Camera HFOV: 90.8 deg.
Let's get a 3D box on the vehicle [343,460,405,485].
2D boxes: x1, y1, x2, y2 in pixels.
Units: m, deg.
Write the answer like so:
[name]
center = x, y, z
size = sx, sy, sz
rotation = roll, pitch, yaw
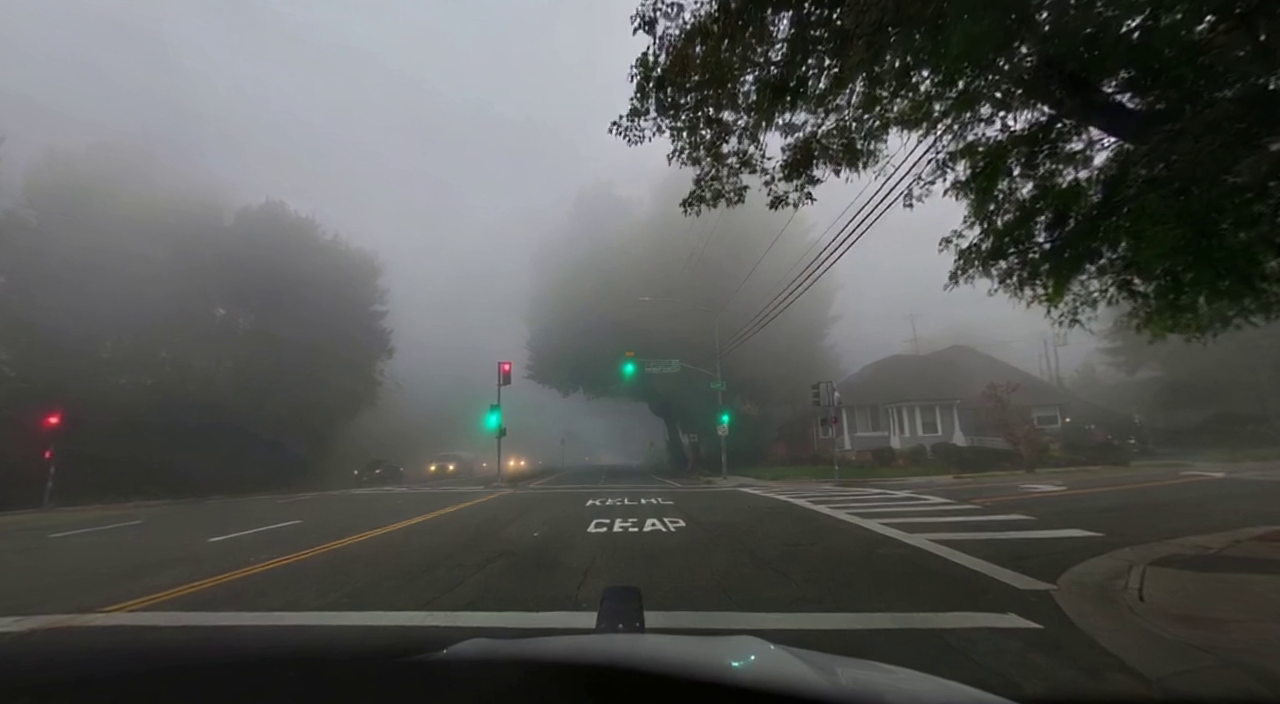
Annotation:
[vehicle]
center = -17.497, 7.933, 41.810
size = 2.108, 1.480, 4.707
rotation = 0, -9, -1
